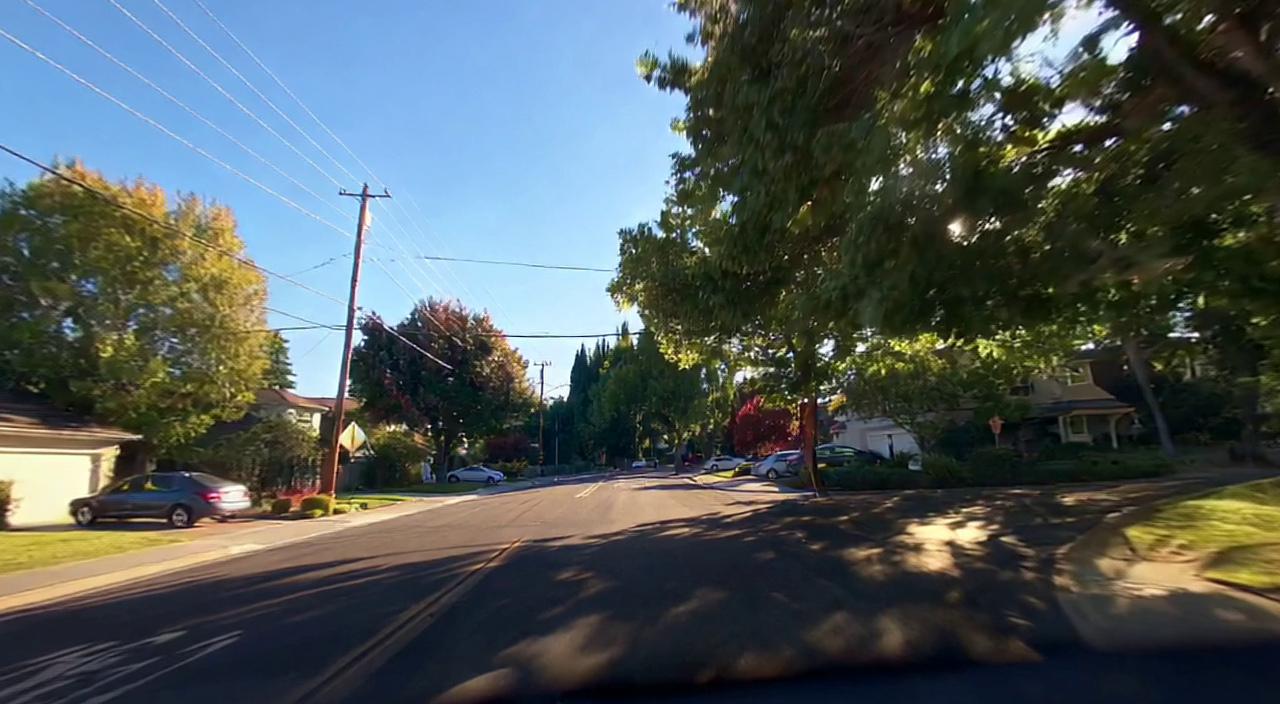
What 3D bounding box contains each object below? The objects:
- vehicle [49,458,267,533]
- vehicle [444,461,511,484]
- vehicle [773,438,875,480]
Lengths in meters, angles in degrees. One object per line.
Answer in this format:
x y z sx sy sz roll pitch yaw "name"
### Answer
-12.917 3.833 17.163 4.245 1.821 1.918 0 -8 -1 "vehicle"
-11.801 8.816 46.034 4.243 1.598 2.003 0 -11 2 "vehicle"
9.292 5.422 32.153 4.557 2.012 1.917 0 -8 -3 "vehicle"
